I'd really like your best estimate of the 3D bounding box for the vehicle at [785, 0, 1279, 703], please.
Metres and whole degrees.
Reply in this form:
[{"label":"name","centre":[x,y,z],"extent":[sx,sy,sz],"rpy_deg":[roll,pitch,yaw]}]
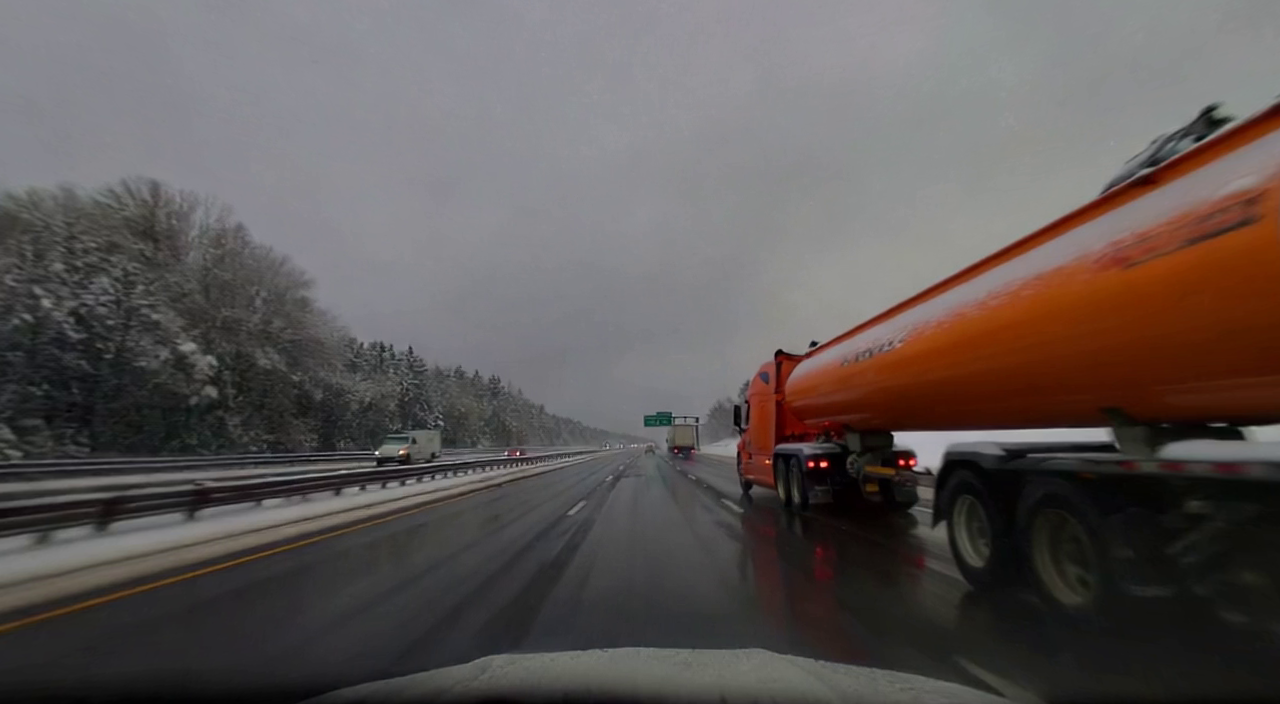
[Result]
[{"label":"vehicle","centre":[4.202,0.633,6.851],"extent":[2.707,3.474,10.512],"rpy_deg":[0,-9,0]}]
